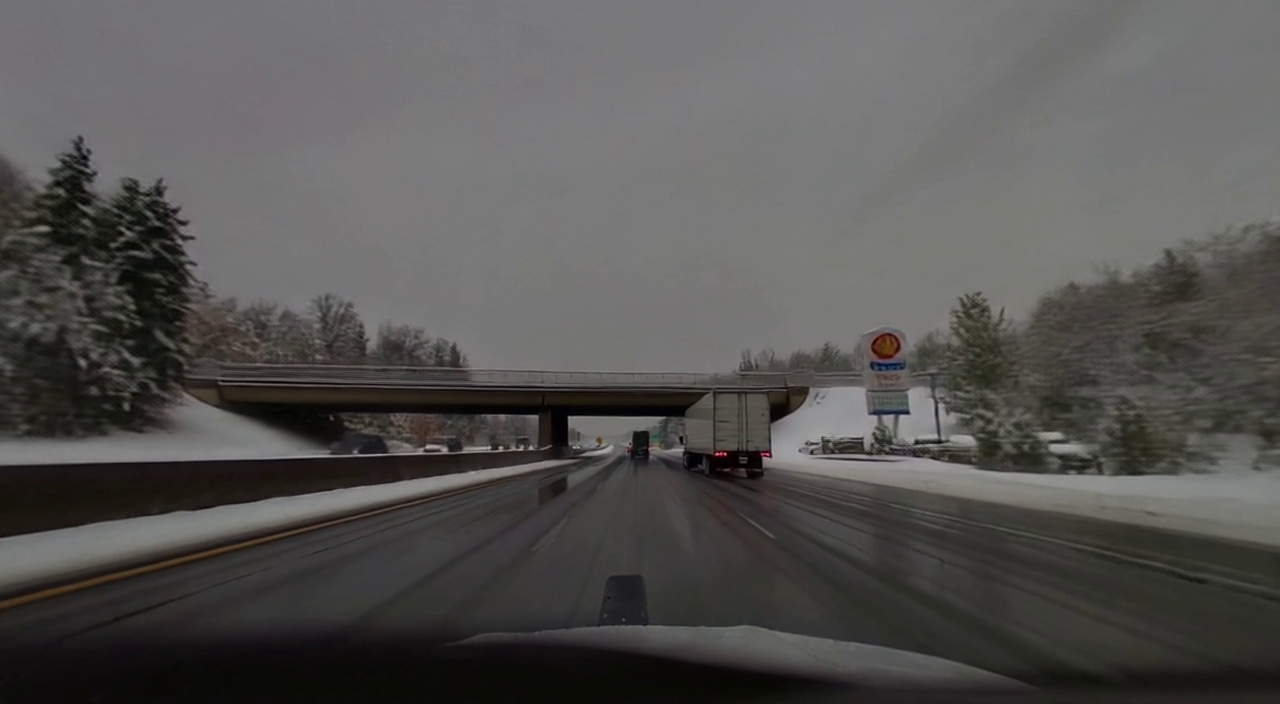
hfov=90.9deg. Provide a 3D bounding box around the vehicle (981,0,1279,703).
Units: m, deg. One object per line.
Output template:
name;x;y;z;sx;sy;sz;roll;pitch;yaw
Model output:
vehicle;4.045;-0.319;1.447;3.007;3.965;5.971;0;-9;0

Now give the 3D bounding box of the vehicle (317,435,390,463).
vehicle;-15.850;5.402;35.154;1.902;1.474;4.646;0;-9;0

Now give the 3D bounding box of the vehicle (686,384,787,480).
vehicle;4.542;4.417;33.544;2.881;3.995;14.382;0;-9;-1

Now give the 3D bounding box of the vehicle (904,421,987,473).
vehicle;23.092;7.256;48.066;3.014;3.704;5.917;1;-9;-3
